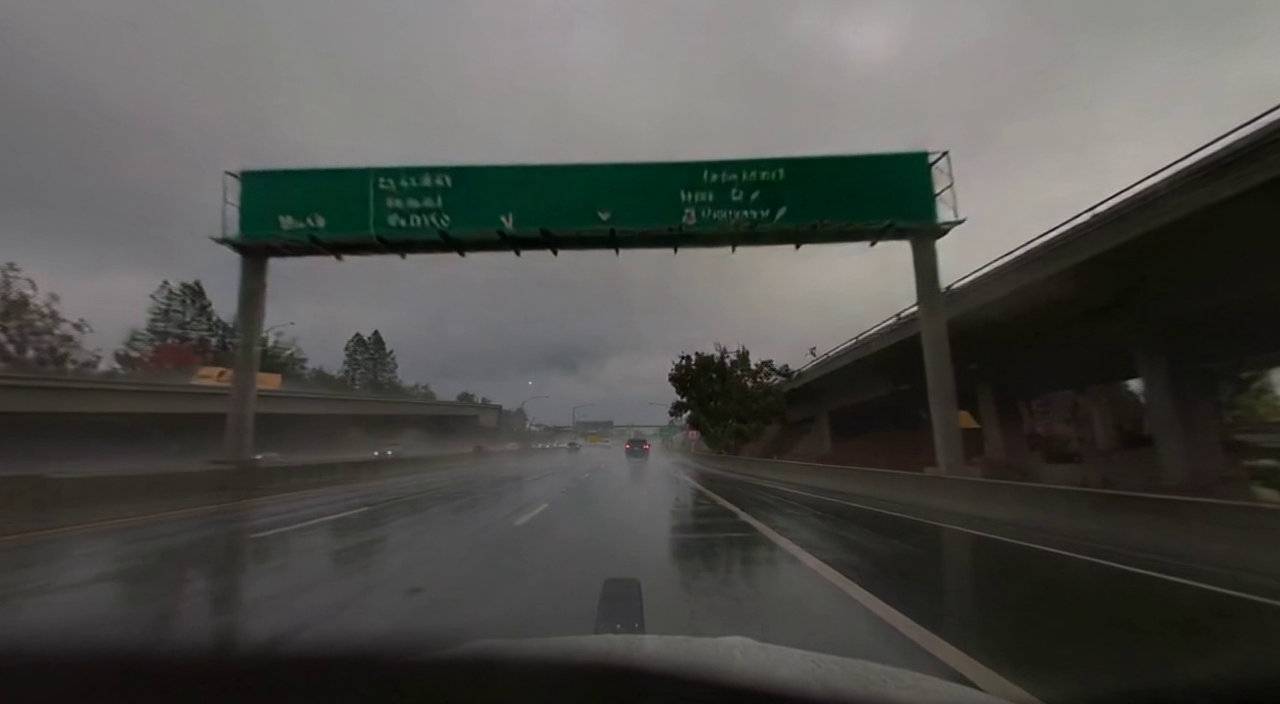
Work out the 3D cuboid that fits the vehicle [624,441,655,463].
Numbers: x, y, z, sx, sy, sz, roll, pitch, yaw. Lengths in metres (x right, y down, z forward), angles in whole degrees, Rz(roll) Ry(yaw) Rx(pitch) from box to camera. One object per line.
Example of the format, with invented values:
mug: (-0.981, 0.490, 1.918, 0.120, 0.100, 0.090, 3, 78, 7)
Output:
vehicle: (-0.093, 7.073, 44.964, 2.086, 1.472, 4.168, 0, -8, -2)
